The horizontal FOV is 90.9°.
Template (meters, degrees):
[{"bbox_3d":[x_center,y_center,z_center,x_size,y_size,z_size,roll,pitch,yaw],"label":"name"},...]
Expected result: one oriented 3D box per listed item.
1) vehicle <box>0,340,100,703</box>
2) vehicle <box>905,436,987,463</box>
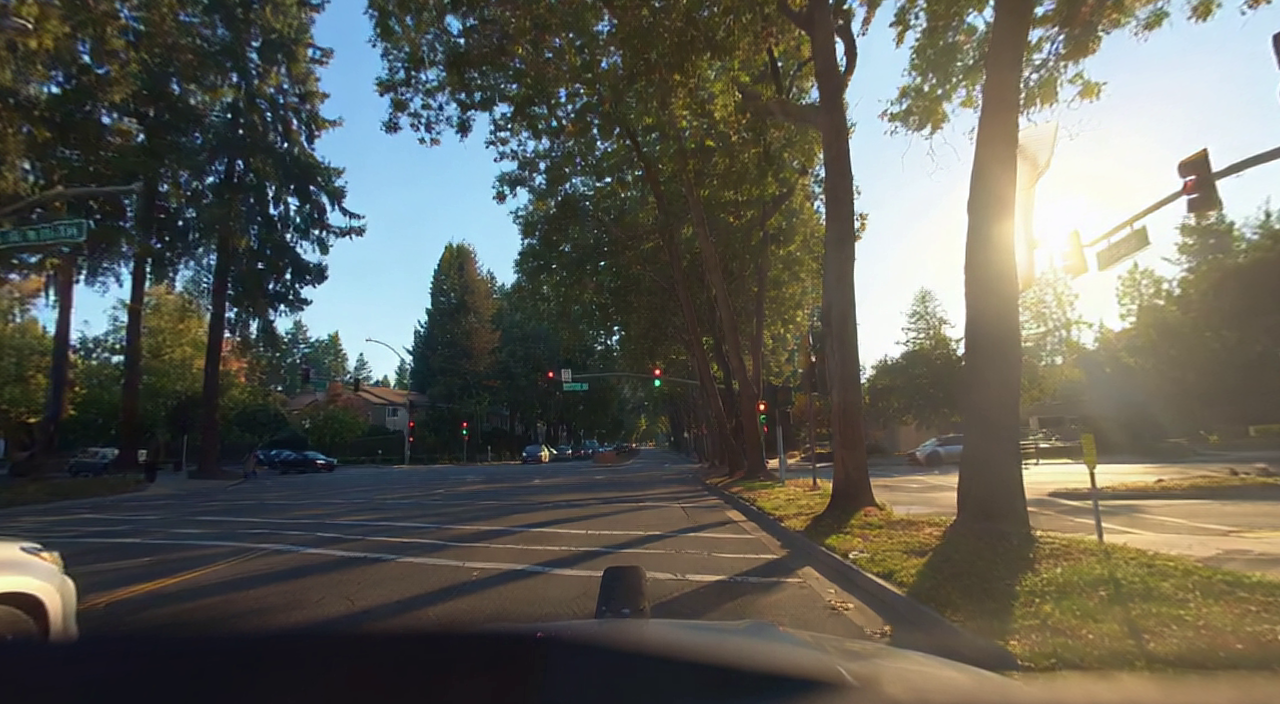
[{"bbox_3d":[-3.267,0.534,0.408,1.954,1.689,4.347,0,-8,0],"label":"vehicle"},{"bbox_3d":[17.001,5.444,35.248,3.952,1.468,1.768,-4,-9,22],"label":"vehicle"}]
